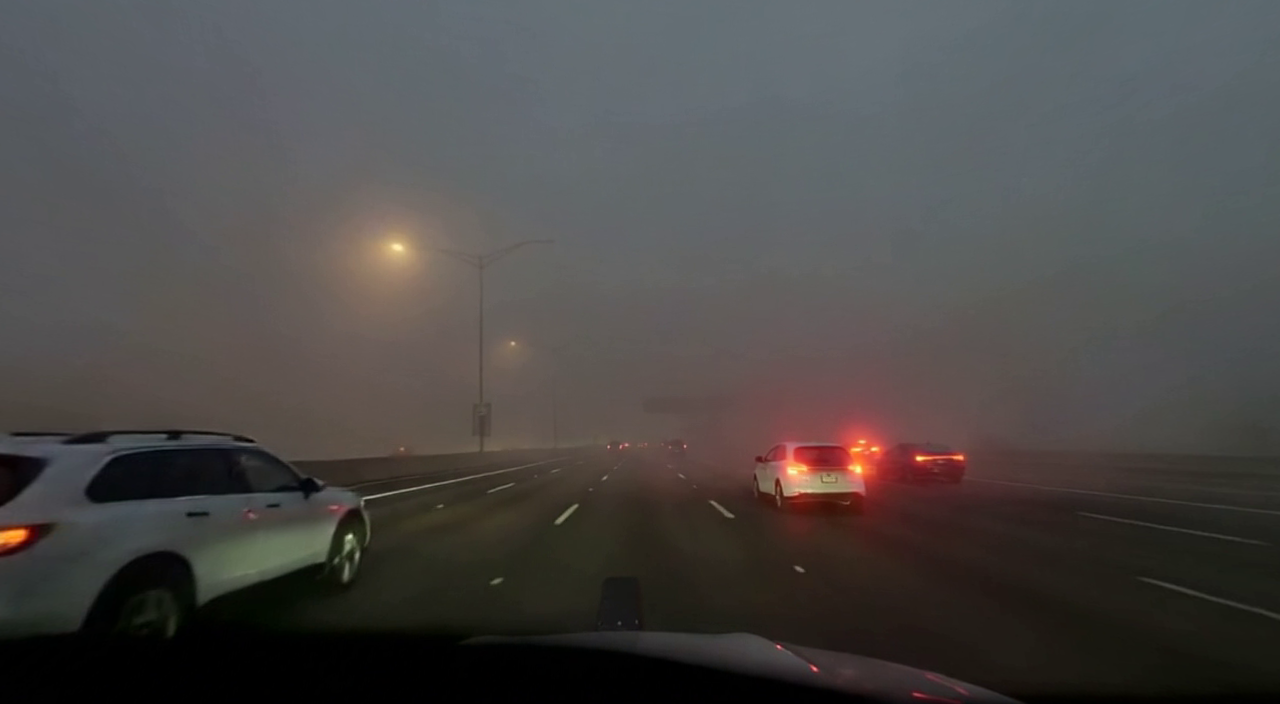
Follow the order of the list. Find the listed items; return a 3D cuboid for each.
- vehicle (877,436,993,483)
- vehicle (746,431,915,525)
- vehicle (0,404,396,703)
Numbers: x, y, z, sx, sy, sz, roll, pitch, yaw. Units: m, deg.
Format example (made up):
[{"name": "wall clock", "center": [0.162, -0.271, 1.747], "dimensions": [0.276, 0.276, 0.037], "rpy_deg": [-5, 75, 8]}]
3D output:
[{"name": "vehicle", "center": [10.401, 3.816, 22.681], "dimensions": [2.019, 1.529, 4.385], "rpy_deg": [0, -8, -1]}, {"name": "vehicle", "center": [3.463, 2.365, 12.409], "dimensions": [1.961, 1.504, 4.094], "rpy_deg": [0, -8, -1]}, {"name": "vehicle", "center": [-3.506, 1.239, 4.220], "dimensions": [1.975, 1.536, 4.295], "rpy_deg": [0, -8, 1]}]
